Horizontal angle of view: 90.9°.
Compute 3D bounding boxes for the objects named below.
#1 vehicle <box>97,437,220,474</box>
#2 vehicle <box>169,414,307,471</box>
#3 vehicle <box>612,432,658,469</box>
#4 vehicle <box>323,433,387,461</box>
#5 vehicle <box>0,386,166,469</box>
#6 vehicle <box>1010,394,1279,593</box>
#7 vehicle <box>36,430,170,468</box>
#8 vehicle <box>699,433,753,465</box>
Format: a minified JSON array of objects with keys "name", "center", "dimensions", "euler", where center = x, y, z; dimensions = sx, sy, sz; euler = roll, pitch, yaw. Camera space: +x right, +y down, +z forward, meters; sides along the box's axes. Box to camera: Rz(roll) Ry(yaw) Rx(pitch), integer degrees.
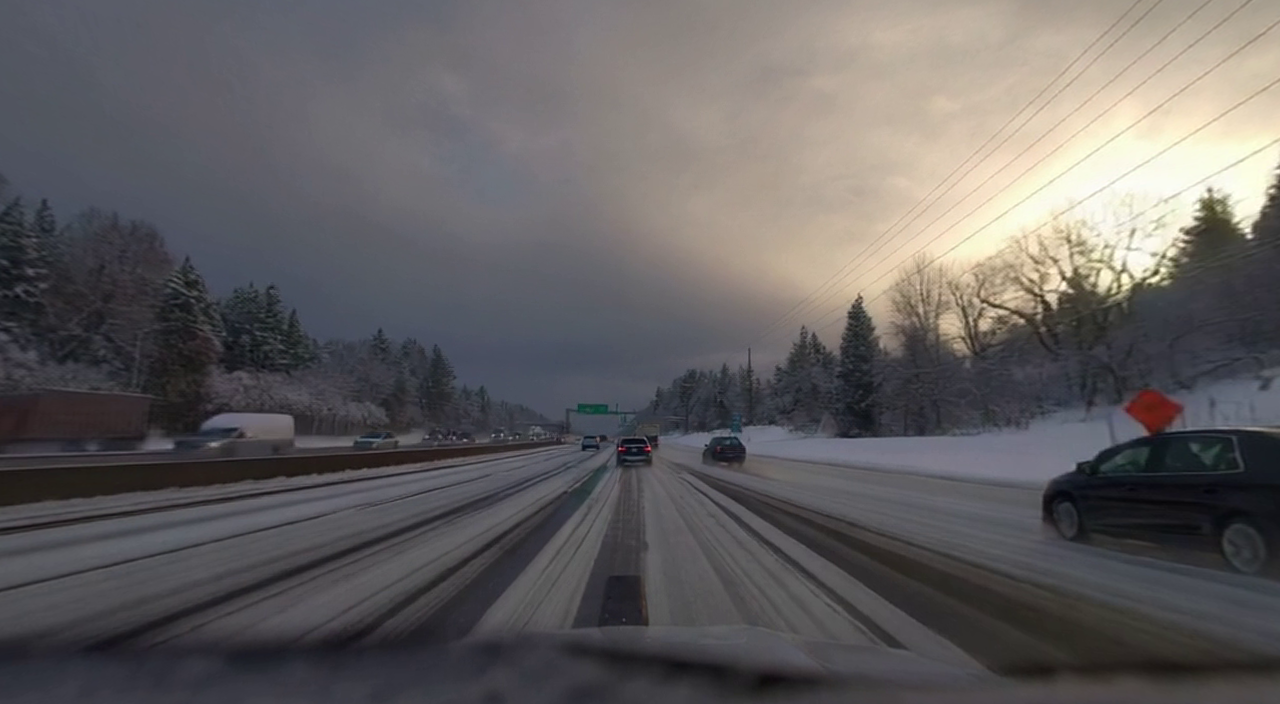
[{"name":"vehicle","center":[-20.286,4.377,26.846],"dimensions":[1.858,1.414,4.389],"euler":[0,-8,-1]},{"name":"vehicle","center":[-16.526,3.796,26.409],"dimensions":[2.208,2.085,5.448],"euler":[0,-8,-1]},{"name":"vehicle","center":[-0.316,5.057,32.445],"dimensions":[2.192,1.769,4.287],"euler":[0,-8,-2]},{"name":"vehicle","center":[-16.602,5.564,36.966],"dimensions":[1.838,1.551,4.182],"euler":[0,-8,-2]},{"name":"vehicle","center":[-27.490,3.783,30.805],"dimensions":[2.807,3.546,7.341],"euler":[0,-8,-1]},{"name":"vehicle","center":[6.604,1.437,6.849],"dimensions":[2.102,1.723,4.745],"euler":[0,-8,-3]},{"name":"vehicle","center":[-24.096,4.382,28.582],"dimensions":[2.224,1.589,4.402],"euler":[0,-8,-1]},{"name":"vehicle","center":[4.889,5.602,36.614],"dimensions":[2.099,1.720,4.829],"euler":[1,-8,-4]}]
